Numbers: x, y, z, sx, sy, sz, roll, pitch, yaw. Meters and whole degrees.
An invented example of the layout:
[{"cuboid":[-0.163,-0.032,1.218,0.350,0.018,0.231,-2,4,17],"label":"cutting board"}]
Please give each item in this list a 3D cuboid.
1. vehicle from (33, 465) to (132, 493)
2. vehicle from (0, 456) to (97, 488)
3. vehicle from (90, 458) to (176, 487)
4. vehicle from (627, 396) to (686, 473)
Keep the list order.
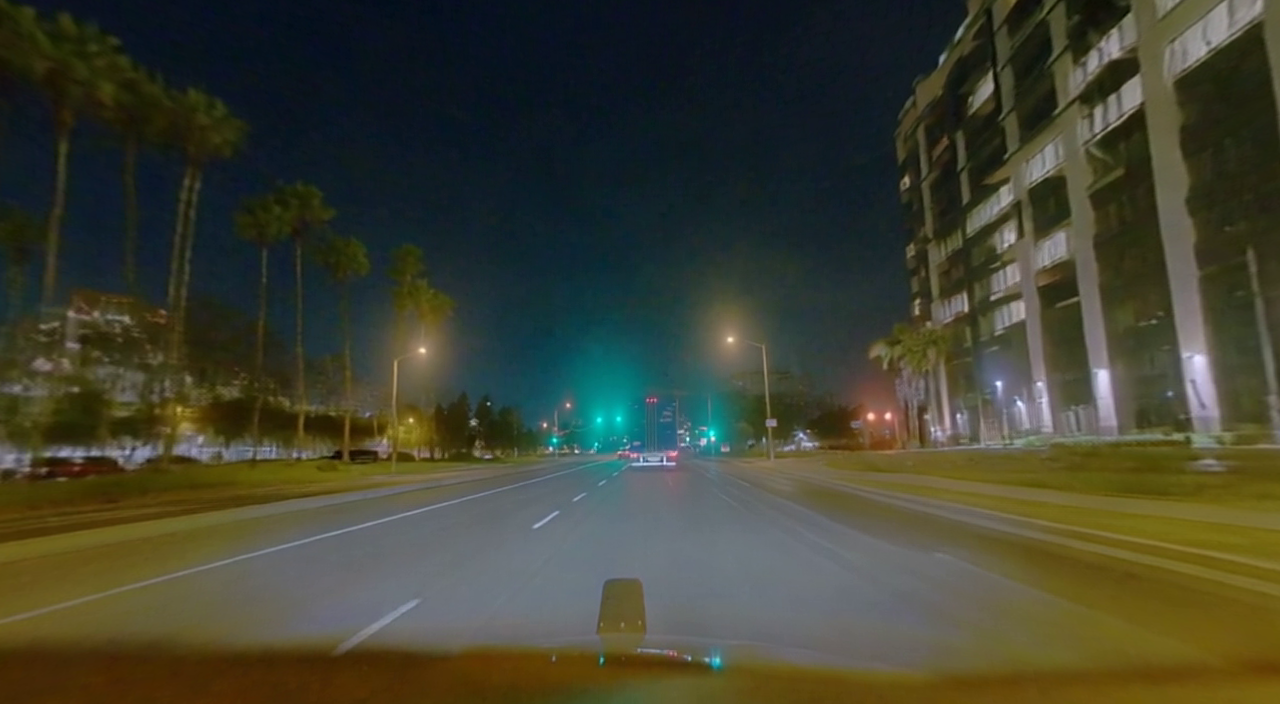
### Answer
[{"cuboid":[-34.207,7.771,38.574,4.296,1.513,1.825,0,-7,1],"label":"vehicle"},{"cuboid":[-39.090,7.872,41.248,4.931,1.941,1.888,0,-8,0],"label":"vehicle"},{"cuboid":[-33.539,7.957,41.588,4.128,1.603,1.853,-3,-9,1],"label":"vehicle"},{"cuboid":[0.740,5.135,38.254,2.992,3.949,11.815,0,-9,-1],"label":"vehicle"}]
